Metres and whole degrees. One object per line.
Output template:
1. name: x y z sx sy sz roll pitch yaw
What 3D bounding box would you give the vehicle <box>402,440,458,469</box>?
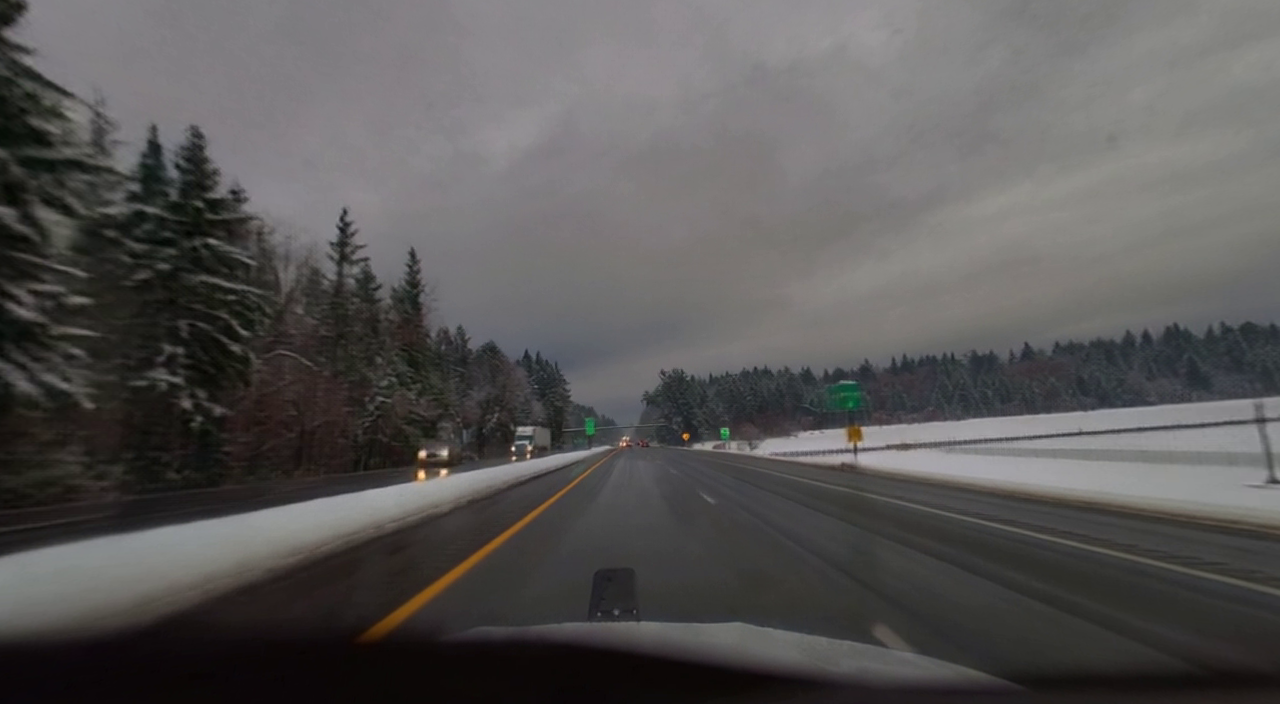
1. vehicle: -13.085 6.398 39.497 1.966 1.729 4.312 -1 -8 0
